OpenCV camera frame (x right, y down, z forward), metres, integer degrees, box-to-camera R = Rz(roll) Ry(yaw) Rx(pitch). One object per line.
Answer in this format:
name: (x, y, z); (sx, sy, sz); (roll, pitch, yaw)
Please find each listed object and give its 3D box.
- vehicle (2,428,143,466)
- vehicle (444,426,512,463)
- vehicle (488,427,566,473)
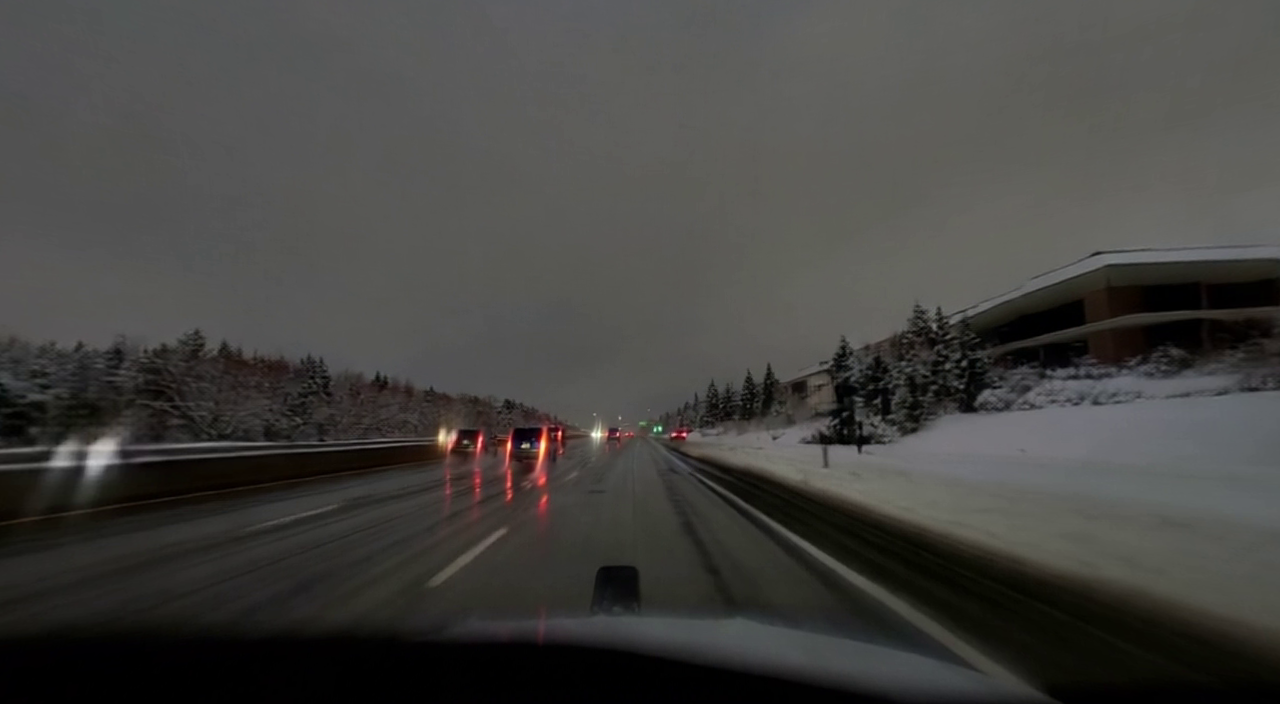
vehicle: (-24.738, 4.139, 27.711); (1.782, 1.520, 4.747); (0, -8, 0)
vehicle: (-7.550, 4.339, 29.727); (1.985, 1.575, 4.453); (0, -8, 1)
vehicle: (-3.968, 3.539, 22.906); (1.996, 1.490, 4.571); (0, -8, 0)
